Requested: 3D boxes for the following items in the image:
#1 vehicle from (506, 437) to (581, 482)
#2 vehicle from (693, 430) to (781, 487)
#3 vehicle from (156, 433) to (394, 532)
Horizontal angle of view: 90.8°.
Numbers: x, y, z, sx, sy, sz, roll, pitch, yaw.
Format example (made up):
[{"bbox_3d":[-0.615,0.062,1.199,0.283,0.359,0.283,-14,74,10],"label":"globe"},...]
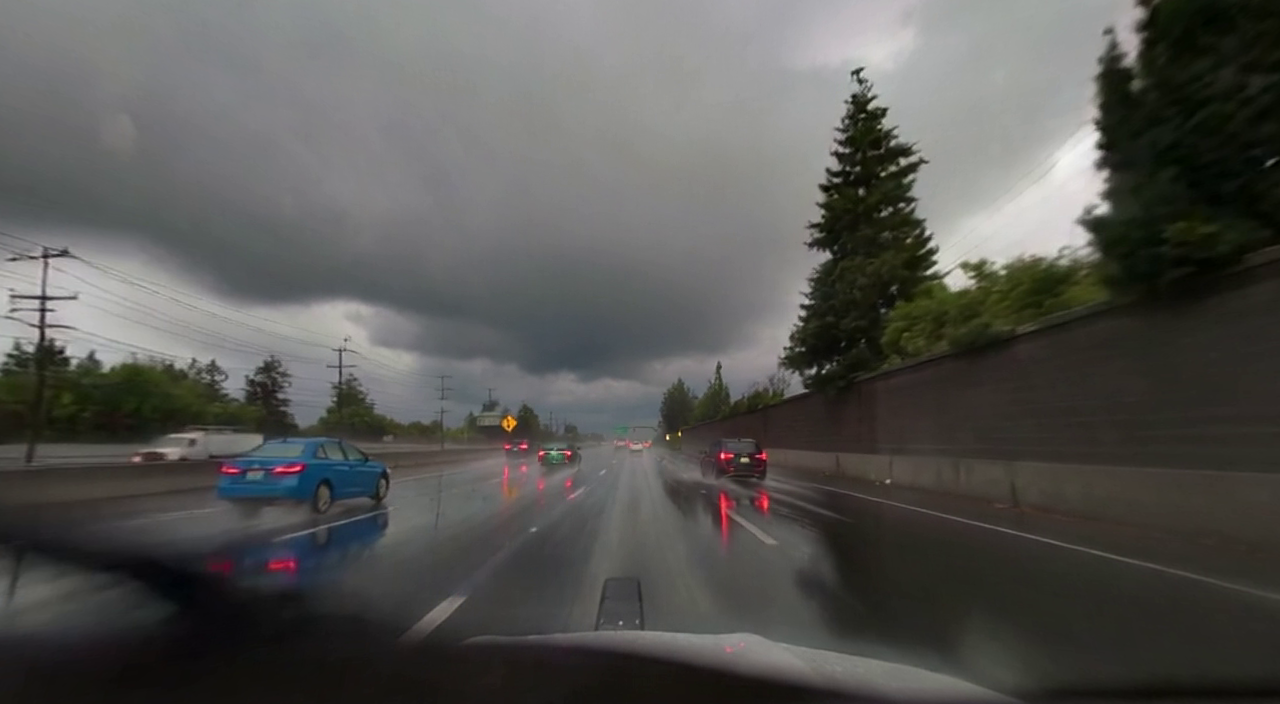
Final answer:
[{"bbox_3d":[-3.455,3.931,23.440,2.066,1.488,4.377,0,-8,0],"label":"vehicle"},{"bbox_3d":[3.064,3.487,21.043,2.100,1.659,4.387,0,-8,-2],"label":"vehicle"},{"bbox_3d":[-6.377,2.291,11.736,1.903,1.482,4.180,0,-8,0],"label":"vehicle"}]
